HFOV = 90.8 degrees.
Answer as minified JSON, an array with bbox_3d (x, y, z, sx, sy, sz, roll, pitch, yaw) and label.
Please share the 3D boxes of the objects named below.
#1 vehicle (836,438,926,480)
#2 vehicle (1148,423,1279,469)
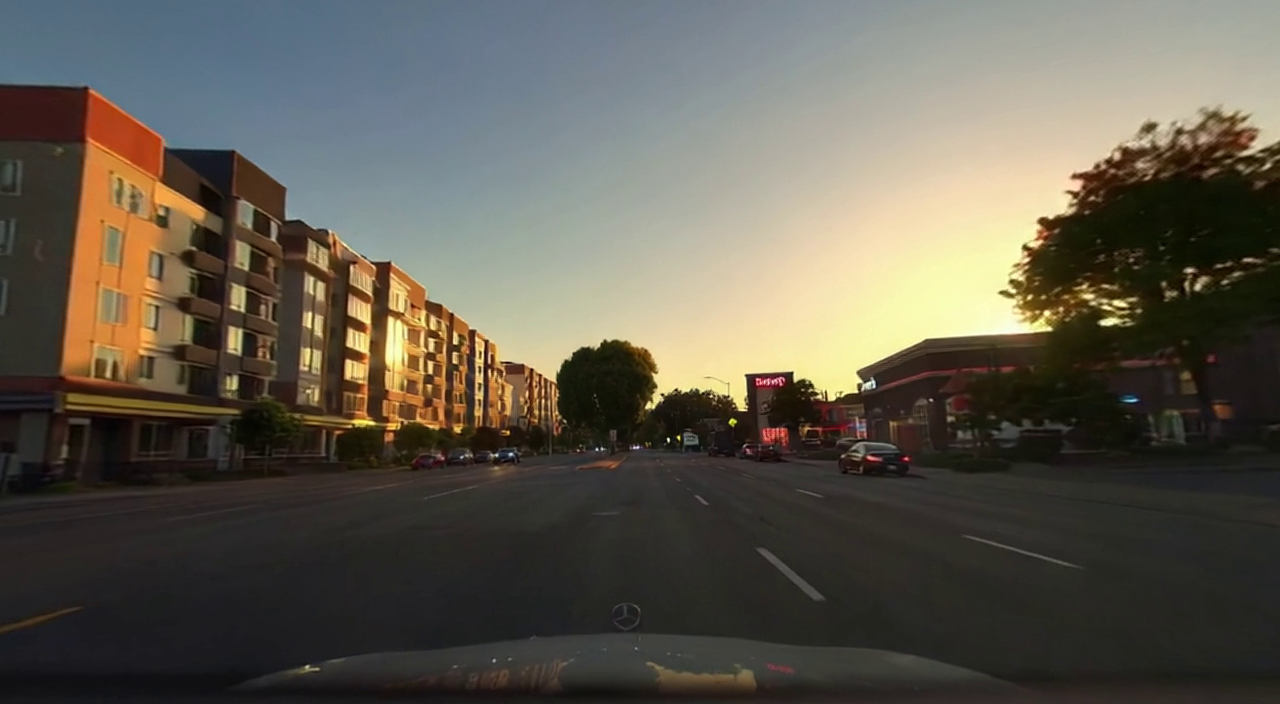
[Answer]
[{"bbox_3d":[10.590,4.698,28.168,2.078,1.688,4.557,1,-8,-1],"label":"vehicle"},{"bbox_3d":[20.746,3.302,22.216,1.760,1.438,4.642,1,-8,-3],"label":"vehicle"}]
